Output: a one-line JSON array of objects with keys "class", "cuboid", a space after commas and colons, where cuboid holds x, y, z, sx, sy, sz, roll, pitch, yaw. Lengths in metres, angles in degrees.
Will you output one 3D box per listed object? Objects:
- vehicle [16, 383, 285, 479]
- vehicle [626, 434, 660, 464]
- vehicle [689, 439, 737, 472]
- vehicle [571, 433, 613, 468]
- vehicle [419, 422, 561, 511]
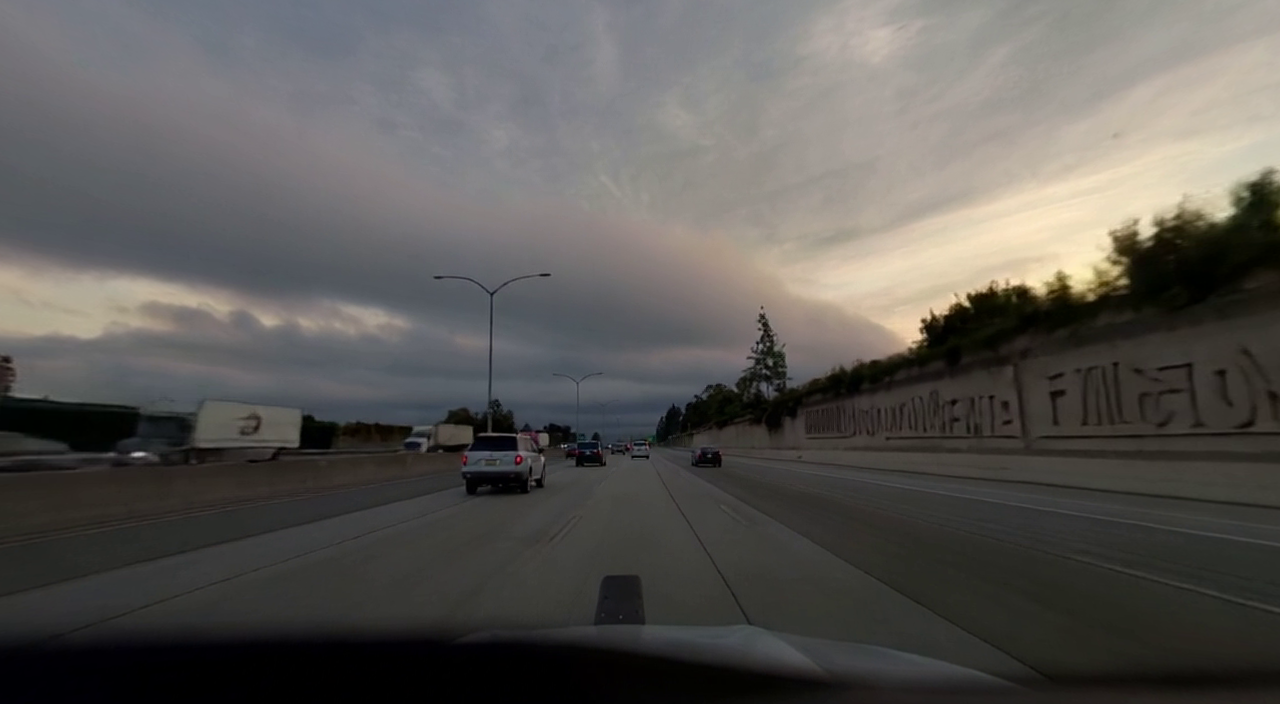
[{"class": "vehicle", "cuboid": [-24.418, 4.362, 33.388, 2.760, 3.977, 14.236, 0, -9, 0]}, {"class": "vehicle", "cuboid": [0.227, 7.553, 49.001, 2.485, 2.215, 5.199, 0, -9, 0]}, {"class": "vehicle", "cuboid": [4.126, 5.979, 36.487, 2.224, 1.752, 4.487, 0, -9, 0]}, {"class": "vehicle", "cuboid": [-3.129, 6.569, 42.103, 2.378, 2.214, 4.352, 0, -9, 0]}, {"class": "vehicle", "cuboid": [-3.478, 2.797, 15.907, 2.184, 1.819, 5.441, 0, -9, 1]}]
